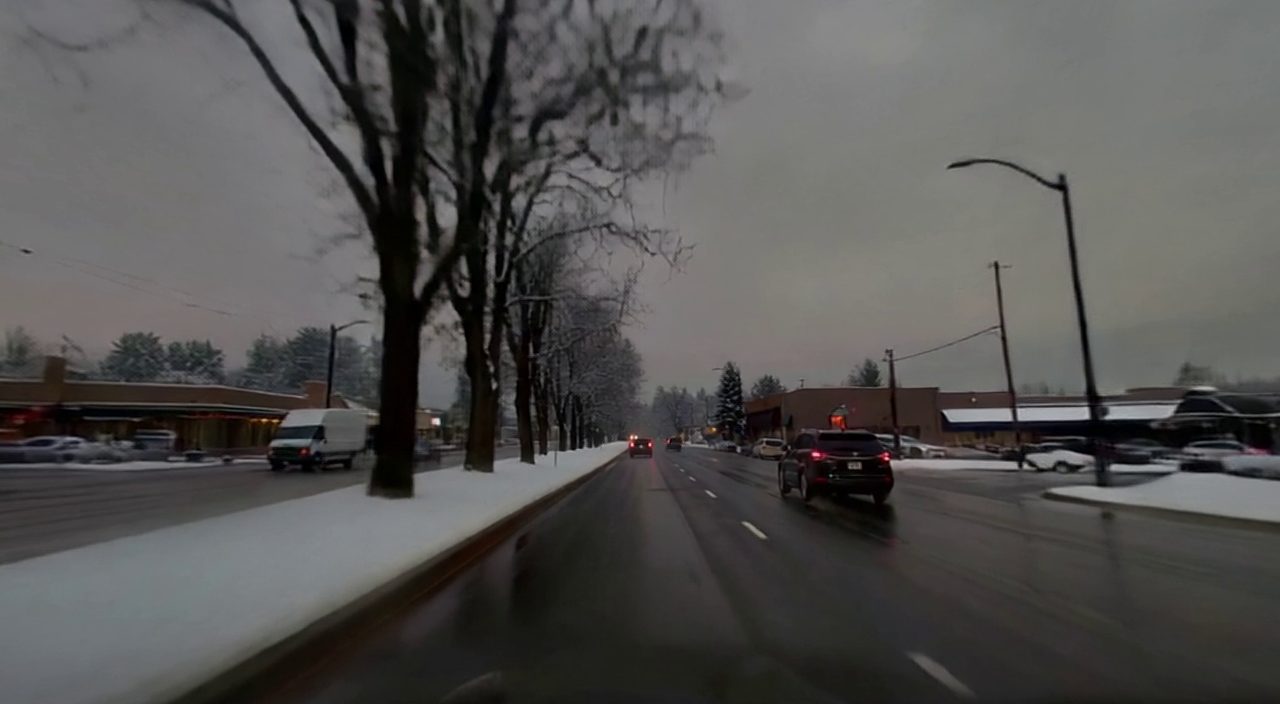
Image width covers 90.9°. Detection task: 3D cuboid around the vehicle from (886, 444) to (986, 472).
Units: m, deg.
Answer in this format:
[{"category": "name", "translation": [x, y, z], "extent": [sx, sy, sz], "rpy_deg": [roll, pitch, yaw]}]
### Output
[{"category": "vehicle", "translation": [17.295, 6.180, 37.056], "extent": [1.924, 1.561, 4.849], "rpy_deg": [8, -11, -42]}]

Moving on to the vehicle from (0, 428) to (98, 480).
[{"category": "vehicle", "translation": [-26.231, 4.292, 26.262], "extent": [5.253, 1.972, 2.217], "rpy_deg": [-3, -9, 1]}]

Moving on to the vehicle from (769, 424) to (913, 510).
[{"category": "vehicle", "translation": [4.351, 2.545, 14.362], "extent": [2.072, 1.669, 3.836], "rpy_deg": [0, -8, 1]}]

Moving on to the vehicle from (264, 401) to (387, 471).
[{"category": "vehicle", "translation": [-18.760, 5.156, 38.475], "extent": [3.086, 3.767, 8.298], "rpy_deg": [0, -8, 0]}]

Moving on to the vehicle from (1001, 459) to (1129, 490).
[{"category": "vehicle", "translation": [20.261, 5.831, 30.200], "extent": [4.671, 1.349, 1.976], "rpy_deg": [0, -8, -1]}]
